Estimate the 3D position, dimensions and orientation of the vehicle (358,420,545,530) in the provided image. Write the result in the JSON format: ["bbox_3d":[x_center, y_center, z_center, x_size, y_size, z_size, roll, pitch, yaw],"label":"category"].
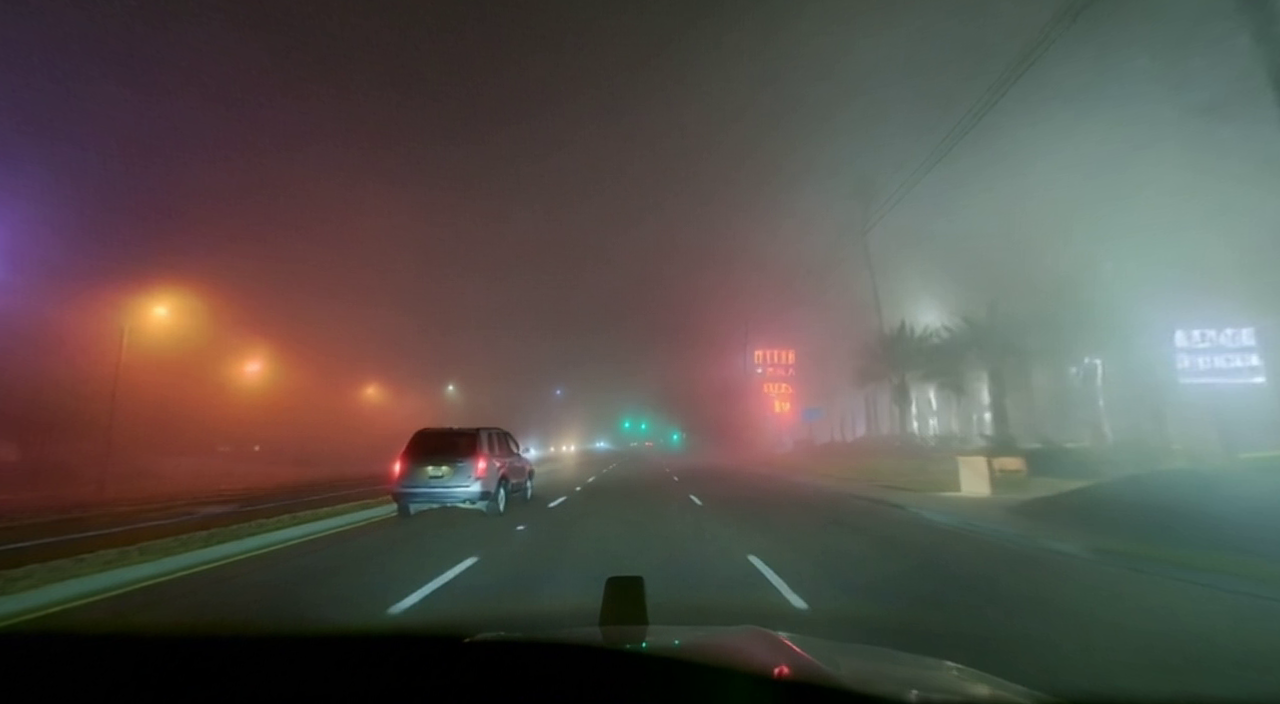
[{"bbox_3d":[-3.295,2.245,12.183,2.062,1.693,4.669,0,-8,1],"label":"vehicle"}]
